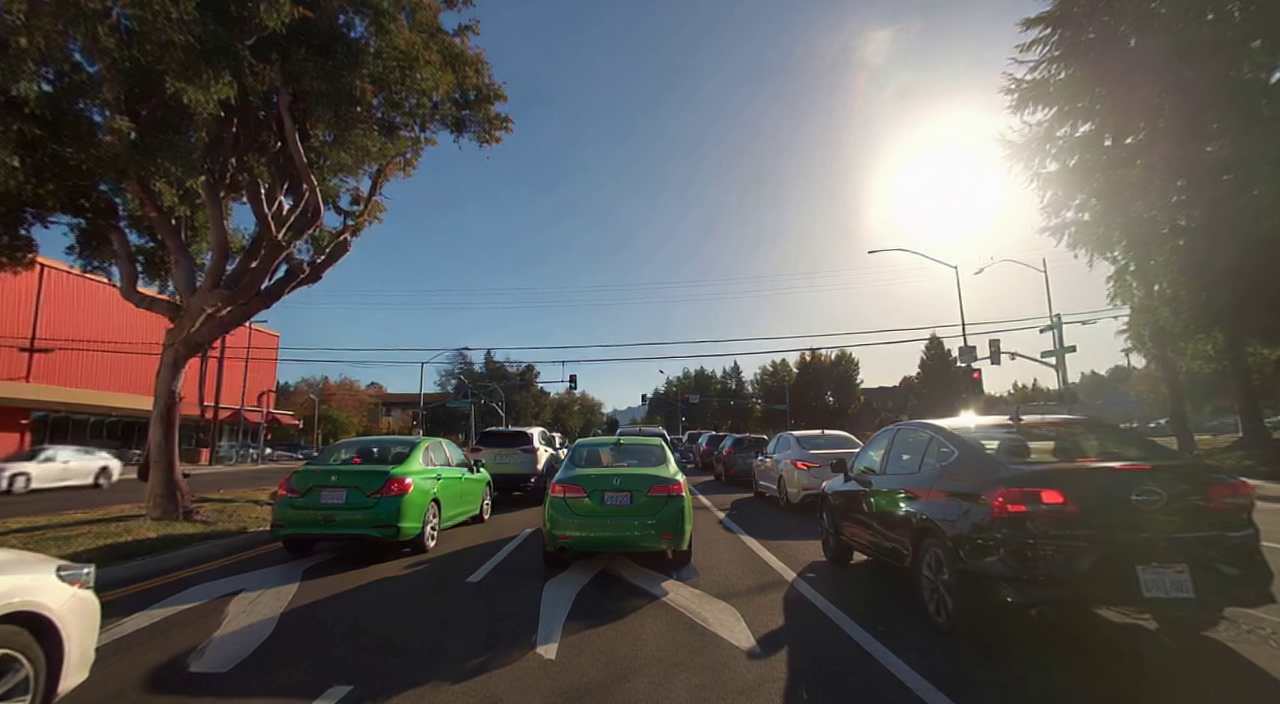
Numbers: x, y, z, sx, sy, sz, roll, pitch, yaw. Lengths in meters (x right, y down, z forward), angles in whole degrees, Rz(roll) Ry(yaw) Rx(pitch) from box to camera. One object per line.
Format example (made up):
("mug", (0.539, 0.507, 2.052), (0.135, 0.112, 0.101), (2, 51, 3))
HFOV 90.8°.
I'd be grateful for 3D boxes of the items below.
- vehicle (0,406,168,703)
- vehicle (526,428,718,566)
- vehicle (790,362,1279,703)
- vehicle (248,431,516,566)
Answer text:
("vehicle", (-3.353, 0.713, 0.852), (1.863, 1.448, 4.697), (0, -8, -1))
("vehicle", (-0.208, 1.828, 8.700), (2.041, 1.450, 3.847), (0, -8, 0))
("vehicle", (3.005, 1.233, 5.427), (2.196, 1.676, 4.865), (0, -8, 0))
("vehicle", (-3.205, 1.893, 8.947), (1.917, 1.441, 4.128), (-1, -8, 2))
